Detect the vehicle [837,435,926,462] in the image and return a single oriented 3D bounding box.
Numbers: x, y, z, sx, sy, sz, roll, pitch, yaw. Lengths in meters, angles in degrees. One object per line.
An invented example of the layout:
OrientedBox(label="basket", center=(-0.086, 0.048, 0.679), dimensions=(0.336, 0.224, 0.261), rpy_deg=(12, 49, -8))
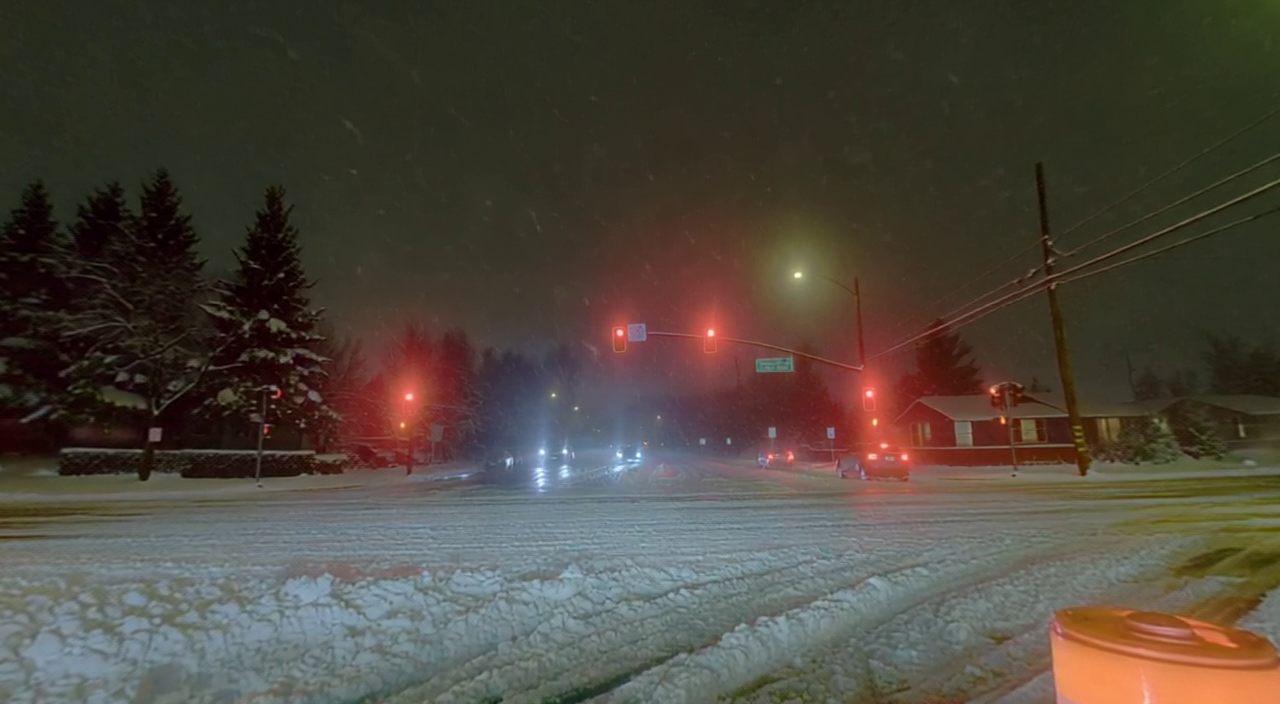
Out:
OrientedBox(label="vehicle", center=(15.371, 6.176, 40.324), dimensions=(4.892, 1.656, 1.856), rpy_deg=(0, -8, 0))

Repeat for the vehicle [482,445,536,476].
OrientedBox(label="vehicle", center=(-6.621, 5.522, 32.402), dimensions=(1.881, 1.452, 4.121), rpy_deg=(0, -8, 0))

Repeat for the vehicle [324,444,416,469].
OrientedBox(label="vehicle", center=(-16.405, 6.368, 38.597), dimensions=(4.713, 1.409, 1.918), rpy_deg=(0, -8, -2))

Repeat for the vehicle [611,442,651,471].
OrientedBox(label="vehicle", center=(-0.479, 5.833, 35.491), dimensions=(2.105, 1.457, 4.173), rpy_deg=(0, -8, -1))
